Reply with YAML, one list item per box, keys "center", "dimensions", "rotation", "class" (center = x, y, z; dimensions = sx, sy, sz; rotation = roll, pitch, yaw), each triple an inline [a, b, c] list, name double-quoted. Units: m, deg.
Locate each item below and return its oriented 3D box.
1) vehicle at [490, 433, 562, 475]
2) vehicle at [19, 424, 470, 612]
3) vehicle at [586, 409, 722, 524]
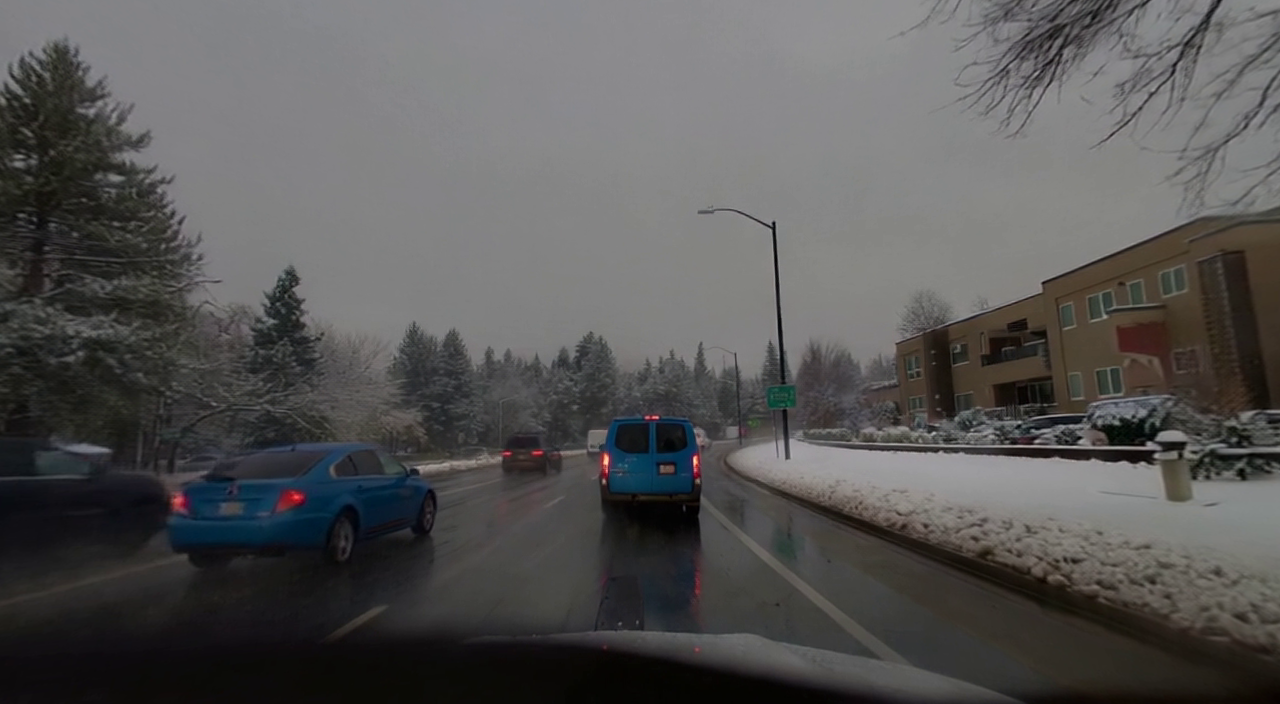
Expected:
- center: [-5.107, 4.649, 28.971]
  dimensions: [2.116, 1.714, 4.757]
  rotation: [-1, -9, 4]
  class: "vehicle"
- center: [-3.825, 1.679, 7.484]
  dimensions: [1.991, 1.459, 4.813]
  rotation: [-1, -9, 4]
  class: "vehicle"
- center: [0.295, 2.154, 12.295]
  dimensions: [2.173, 1.830, 4.189]
  rotation: [0, -9, 2]
  class: "vehicle"
